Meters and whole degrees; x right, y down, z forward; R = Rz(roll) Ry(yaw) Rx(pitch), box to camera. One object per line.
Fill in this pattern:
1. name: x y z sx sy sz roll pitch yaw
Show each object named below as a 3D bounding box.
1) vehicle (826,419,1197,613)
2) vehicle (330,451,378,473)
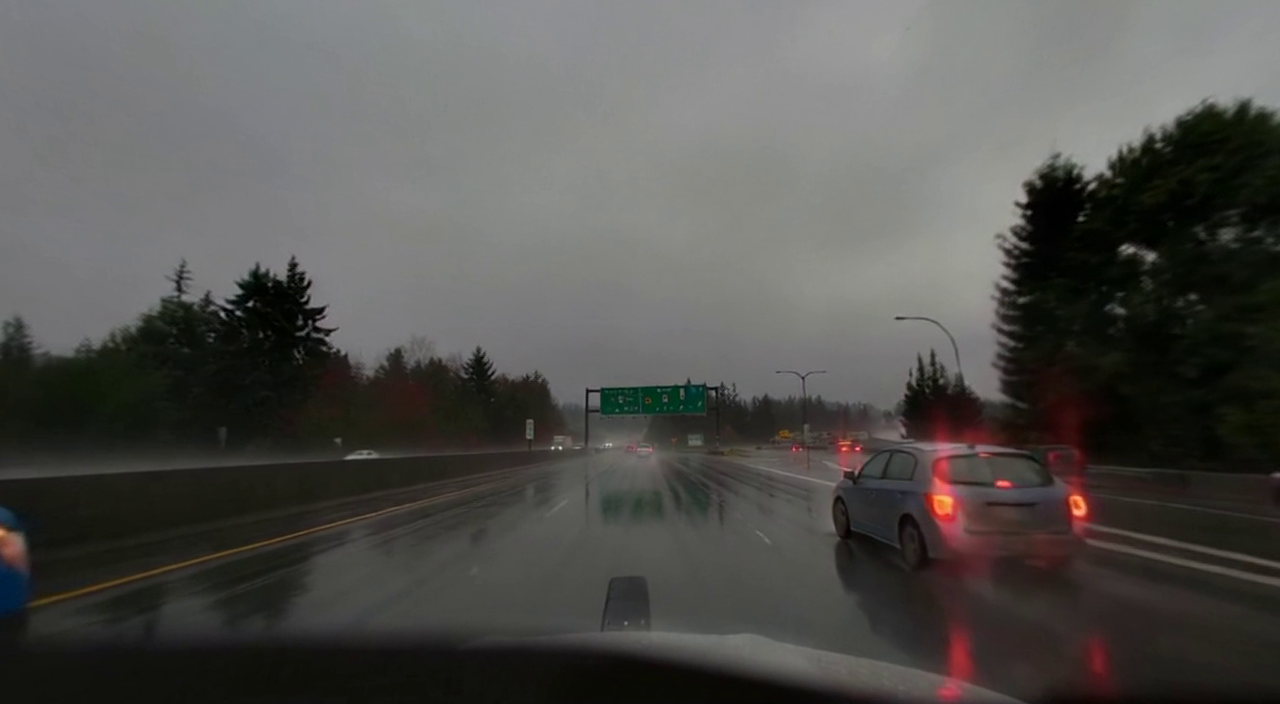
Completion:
1. vehicle: 3.702 1.667 7.302 1.909 1.599 3.943 0 -8 1
2. vehicle: -22.657 8.703 49.957 1.818 1.545 4.256 0 -8 0
